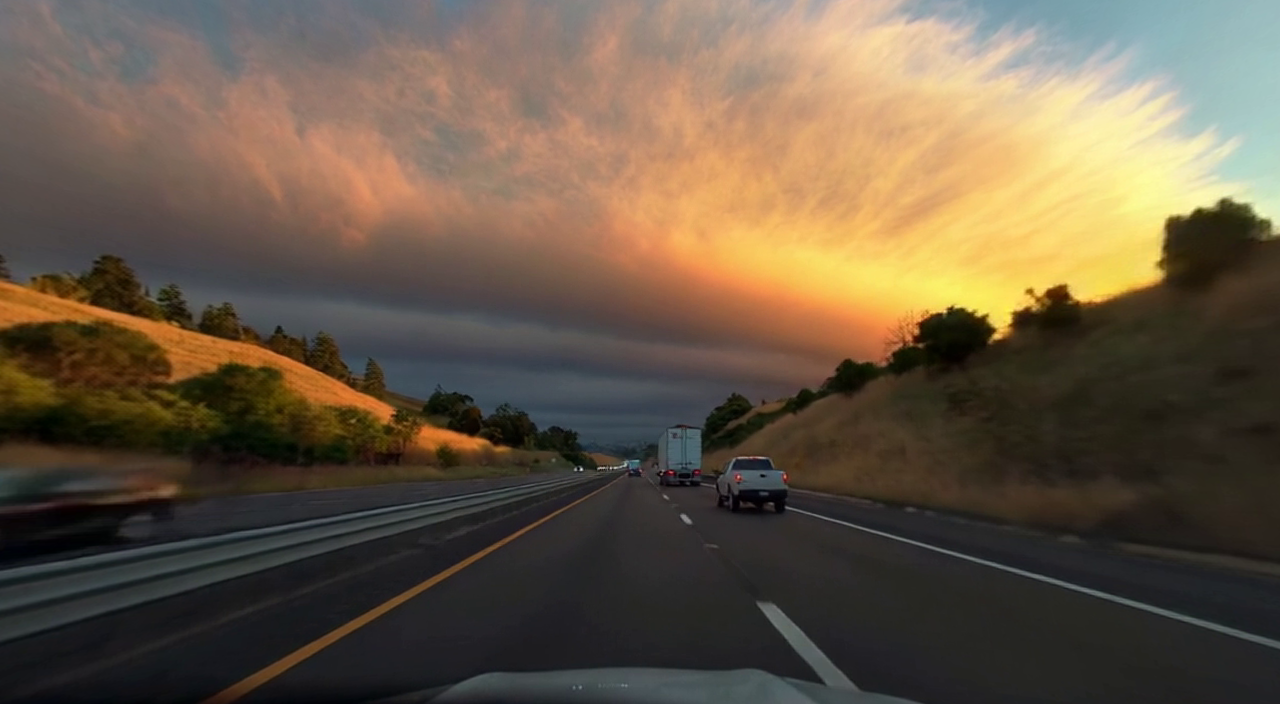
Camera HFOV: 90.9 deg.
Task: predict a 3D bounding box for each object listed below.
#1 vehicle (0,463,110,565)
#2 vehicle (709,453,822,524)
[{"bbox_3d":[-10.316,2.306,8.944,2.015,1.457,3.979,1,-10,0],"label":"vehicle"},{"bbox_3d":[3.297,3.752,17.678,2.124,1.662,4.641,1,-10,-1],"label":"vehicle"}]
